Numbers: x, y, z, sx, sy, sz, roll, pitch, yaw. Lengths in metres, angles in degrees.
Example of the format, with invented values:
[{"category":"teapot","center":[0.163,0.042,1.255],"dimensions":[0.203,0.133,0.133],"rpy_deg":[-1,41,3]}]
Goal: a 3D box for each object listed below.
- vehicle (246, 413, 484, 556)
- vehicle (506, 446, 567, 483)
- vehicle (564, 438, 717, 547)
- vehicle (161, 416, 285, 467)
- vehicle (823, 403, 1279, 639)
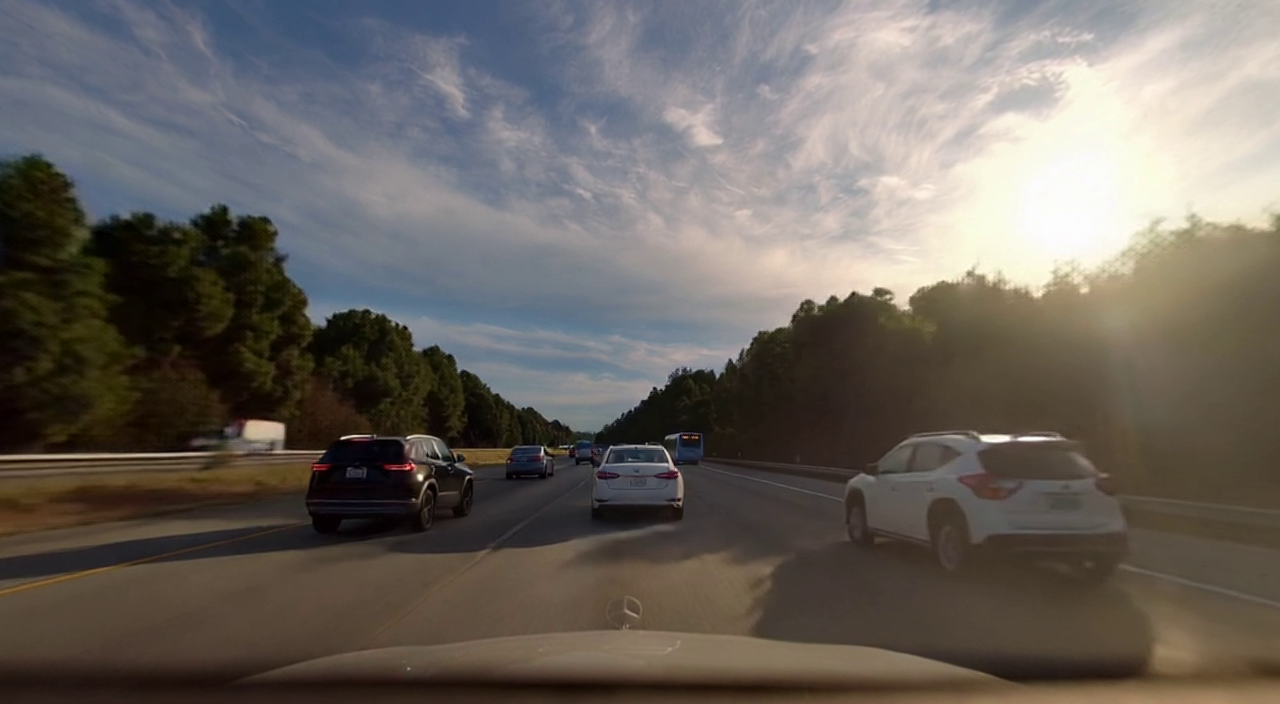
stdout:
[{"category":"vehicle","center":[-3.835,1.916,9.725],"dimensions":[1.830,1.703,4.142],"rpy_deg":[0,-9,-1]},{"category":"vehicle","center":[-4.484,4.932,27.888],"dimensions":[2.122,1.491,3.800],"rpy_deg":[0,-9,-1]},{"category":"vehicle","center":[-0.058,2.279,10.893],"dimensions":[2.120,1.478,4.179],"rpy_deg":[0,-9,-2]},{"category":"vehicle","center":[-17.351,3.805,26.586],"dimensions":[2.088,1.974,4.664],"rpy_deg":[0,-9,-2]},{"category":"vehicle","center":[3.649,1.544,6.731],"dimensions":[1.996,1.688,4.207],"rpy_deg":[0,-9,-2]}]
